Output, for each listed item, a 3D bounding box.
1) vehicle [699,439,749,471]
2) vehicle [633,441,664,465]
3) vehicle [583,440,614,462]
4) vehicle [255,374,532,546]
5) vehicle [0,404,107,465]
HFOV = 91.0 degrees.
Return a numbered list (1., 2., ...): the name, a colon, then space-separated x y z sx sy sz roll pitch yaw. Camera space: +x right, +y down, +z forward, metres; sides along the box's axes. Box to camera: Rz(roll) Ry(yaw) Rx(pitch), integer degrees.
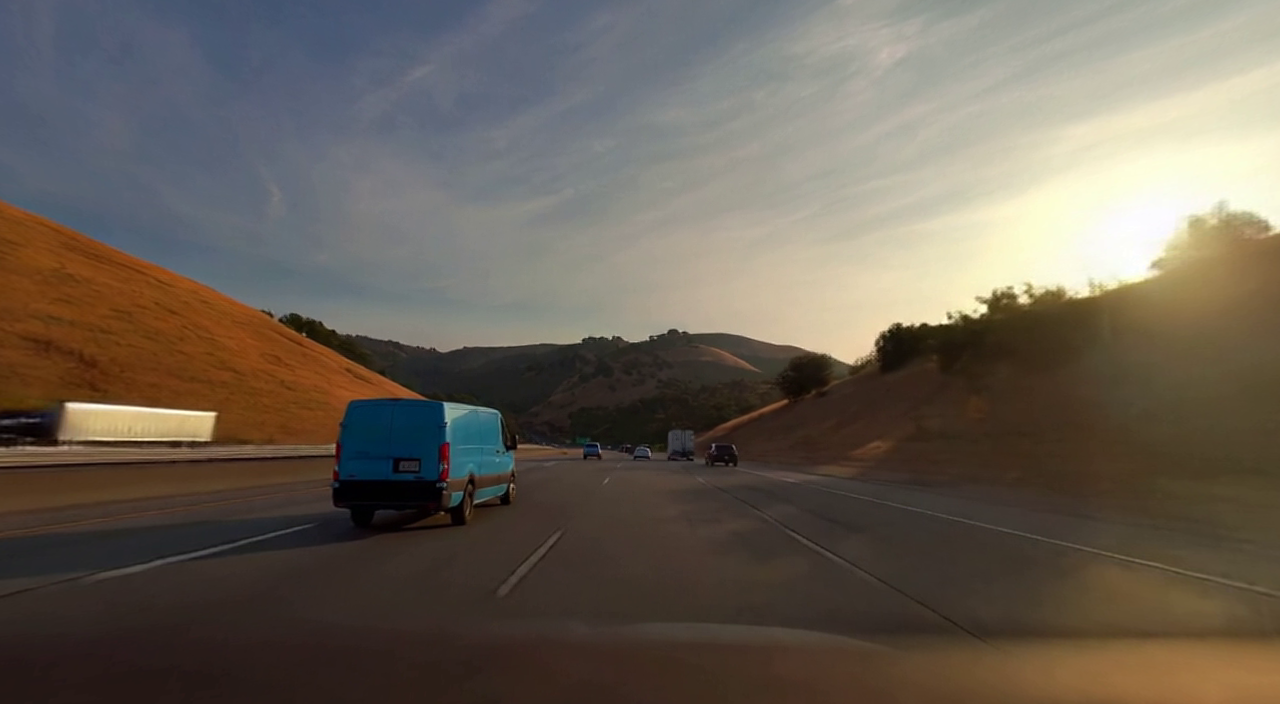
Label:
1. vehicle: 4.503 5.609 34.409 2.051 1.598 4.145 0 -9 -1
2. vehicle: 0.560 6.785 42.437 2.014 1.543 3.804 0 -9 0
3. vehicle: -3.154 7.615 48.577 2.138 1.581 4.340 0 -9 0
4. vehicle: -3.659 1.815 11.013 2.421 2.203 5.775 0 -9 1
5. vehicle: -42.461 5.678 42.792 3.278 3.863 10.251 0 -9 1
